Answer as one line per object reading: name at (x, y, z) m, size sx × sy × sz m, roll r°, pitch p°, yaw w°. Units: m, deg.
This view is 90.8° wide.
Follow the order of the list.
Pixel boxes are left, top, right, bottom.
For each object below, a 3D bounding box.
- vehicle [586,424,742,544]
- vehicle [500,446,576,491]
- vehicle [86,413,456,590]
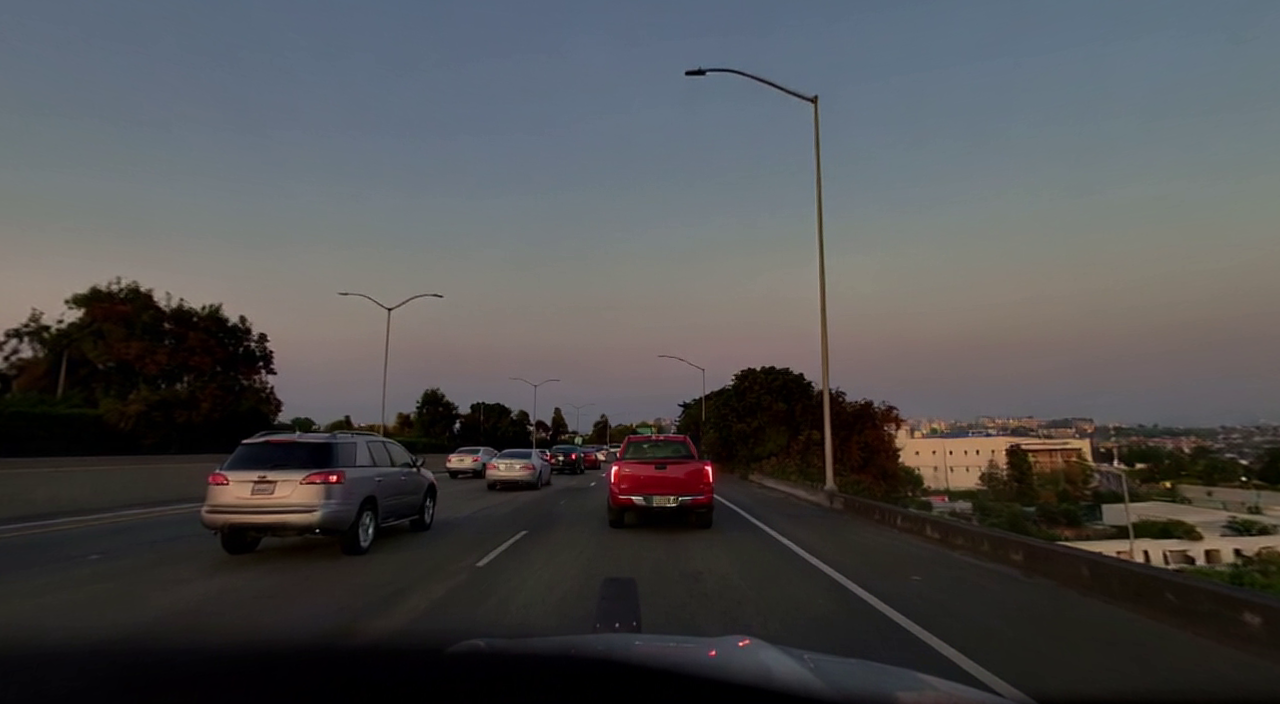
vehicle at (0.414, 2.251, 11.411) m, size 2.235 × 1.716 × 4.435 m, roll -1°, pitch -9°, yaw 2°
vehicle at (-3.620, 4.220, 23.235) m, size 1.868 × 1.470 × 4.105 m, roll -1°, pitch -9°, yaw 4°
vehicle at (-4.247, 1.777, 8.370) m, size 2.076 × 1.688 × 4.334 m, roll -1°, pitch -9°, yaw 3°
